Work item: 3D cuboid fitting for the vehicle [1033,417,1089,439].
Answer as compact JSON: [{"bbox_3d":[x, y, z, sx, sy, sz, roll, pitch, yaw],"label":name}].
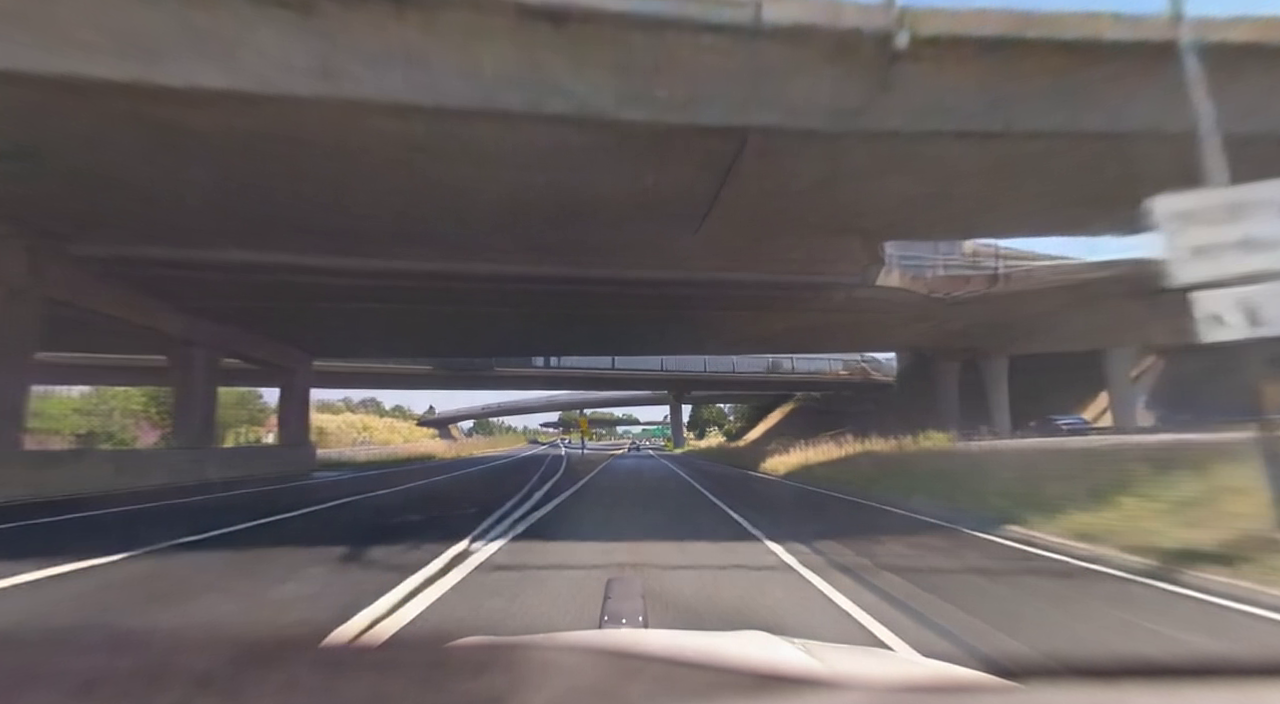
[{"bbox_3d":[32.120,5.821,48.225,1.853,1.521,4.259,-1,-9,8],"label":"vehicle"}]
